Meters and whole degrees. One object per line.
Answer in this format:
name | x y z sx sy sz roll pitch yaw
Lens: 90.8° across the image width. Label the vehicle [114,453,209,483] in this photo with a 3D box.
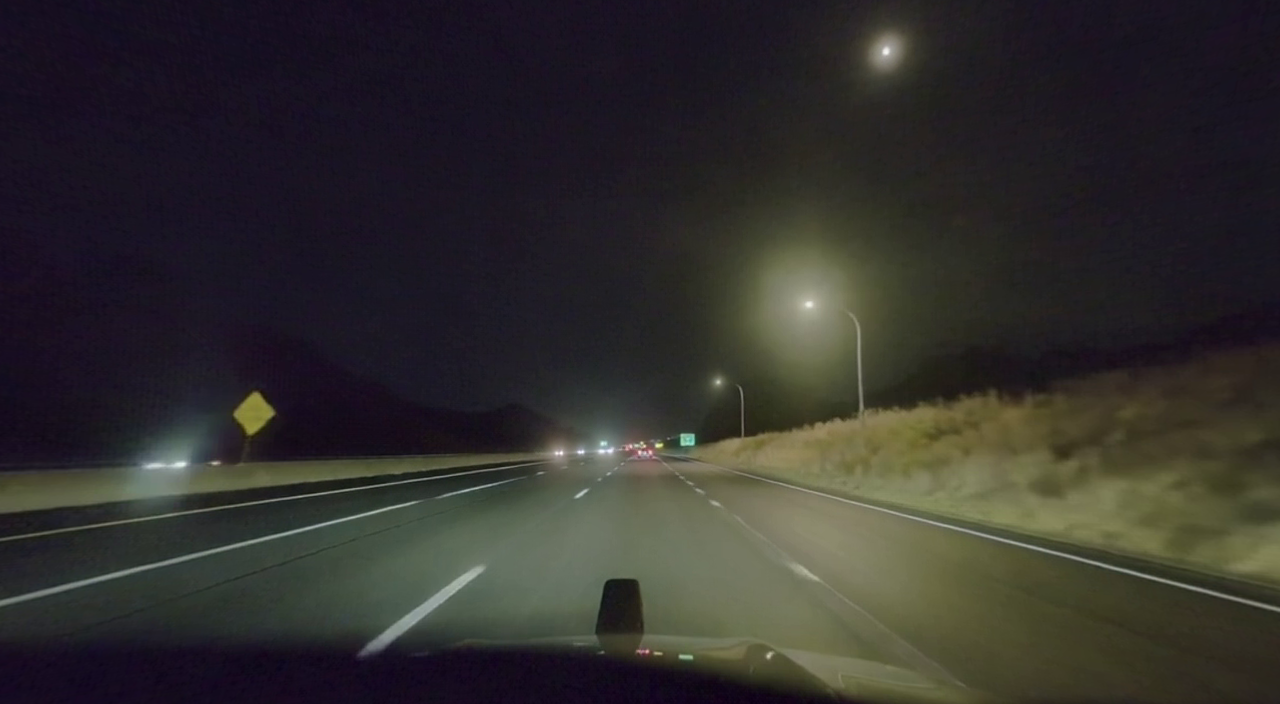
vehicle | -24.571 5.954 32.550 1.911 1.415 3.725 0 -9 1
